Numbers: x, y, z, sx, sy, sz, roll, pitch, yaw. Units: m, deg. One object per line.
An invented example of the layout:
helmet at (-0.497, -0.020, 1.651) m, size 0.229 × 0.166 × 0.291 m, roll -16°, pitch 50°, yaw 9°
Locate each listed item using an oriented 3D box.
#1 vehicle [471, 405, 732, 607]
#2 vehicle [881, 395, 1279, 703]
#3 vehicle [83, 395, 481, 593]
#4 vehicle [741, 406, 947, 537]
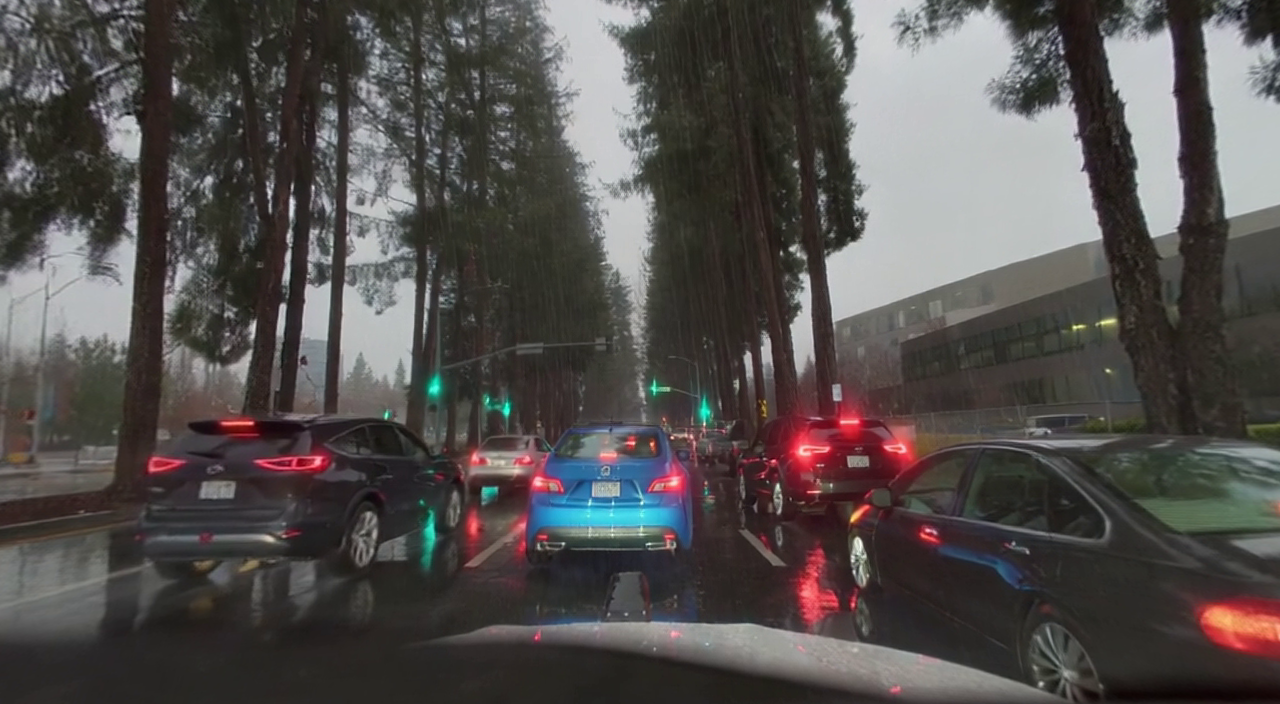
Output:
vehicle at (-0.356, 1.584, 7.431) m, size 2.114 × 1.631 × 4.459 m, roll 0°, pitch -8°, yaw -1°
vehicle at (3.239, 1.069, 3.425) m, size 2.045 × 1.459 × 4.462 m, roll 0°, pitch -8°, yaw -1°
vehicle at (-3.755, 1.595, 7.994) m, size 2.141 × 1.718 × 4.809 m, roll 0°, pitch -8°, yaw 1°
vehicle at (3.336, 2.081, 11.546) m, size 2.117 × 1.879 × 4.715 m, roll 0°, pitch -8°, yaw -1°
